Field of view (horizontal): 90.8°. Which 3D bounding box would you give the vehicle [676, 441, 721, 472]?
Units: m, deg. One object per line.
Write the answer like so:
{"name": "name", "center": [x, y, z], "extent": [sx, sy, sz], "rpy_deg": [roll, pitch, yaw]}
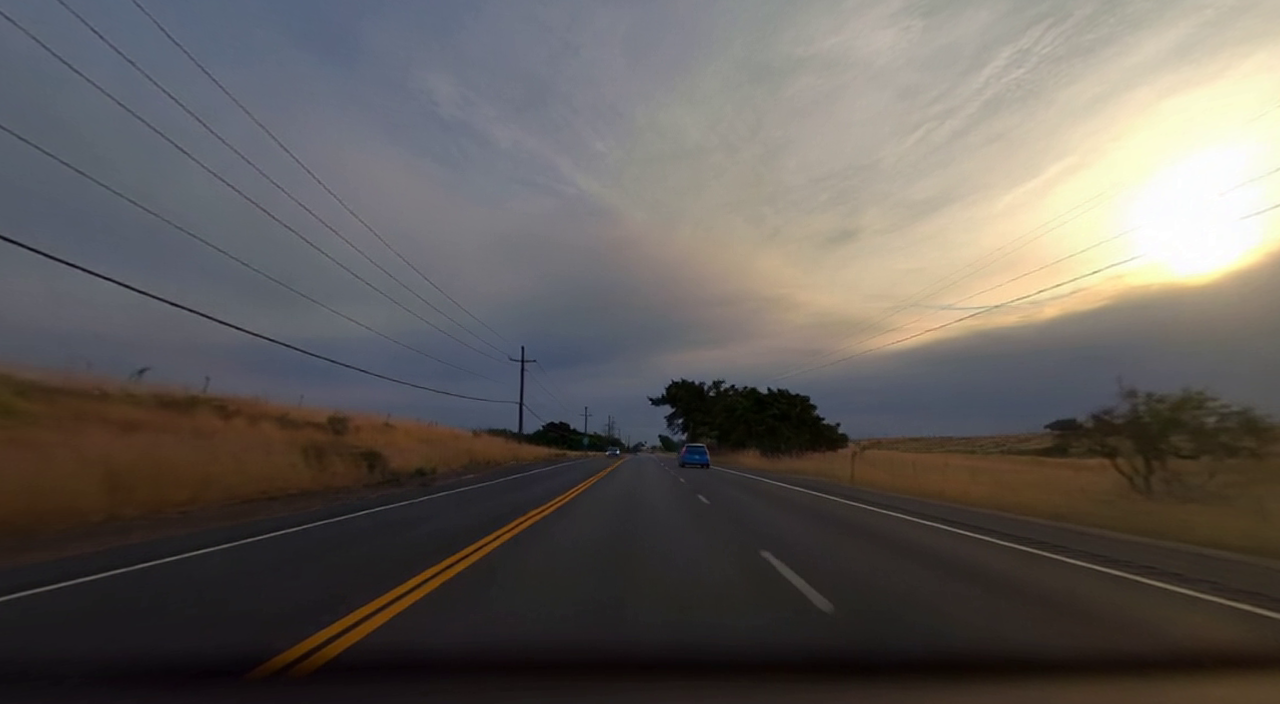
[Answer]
{"name": "vehicle", "center": [3.321, 6.030, 36.623], "extent": [2.135, 1.692, 4.185], "rpy_deg": [0, -9, -2]}
